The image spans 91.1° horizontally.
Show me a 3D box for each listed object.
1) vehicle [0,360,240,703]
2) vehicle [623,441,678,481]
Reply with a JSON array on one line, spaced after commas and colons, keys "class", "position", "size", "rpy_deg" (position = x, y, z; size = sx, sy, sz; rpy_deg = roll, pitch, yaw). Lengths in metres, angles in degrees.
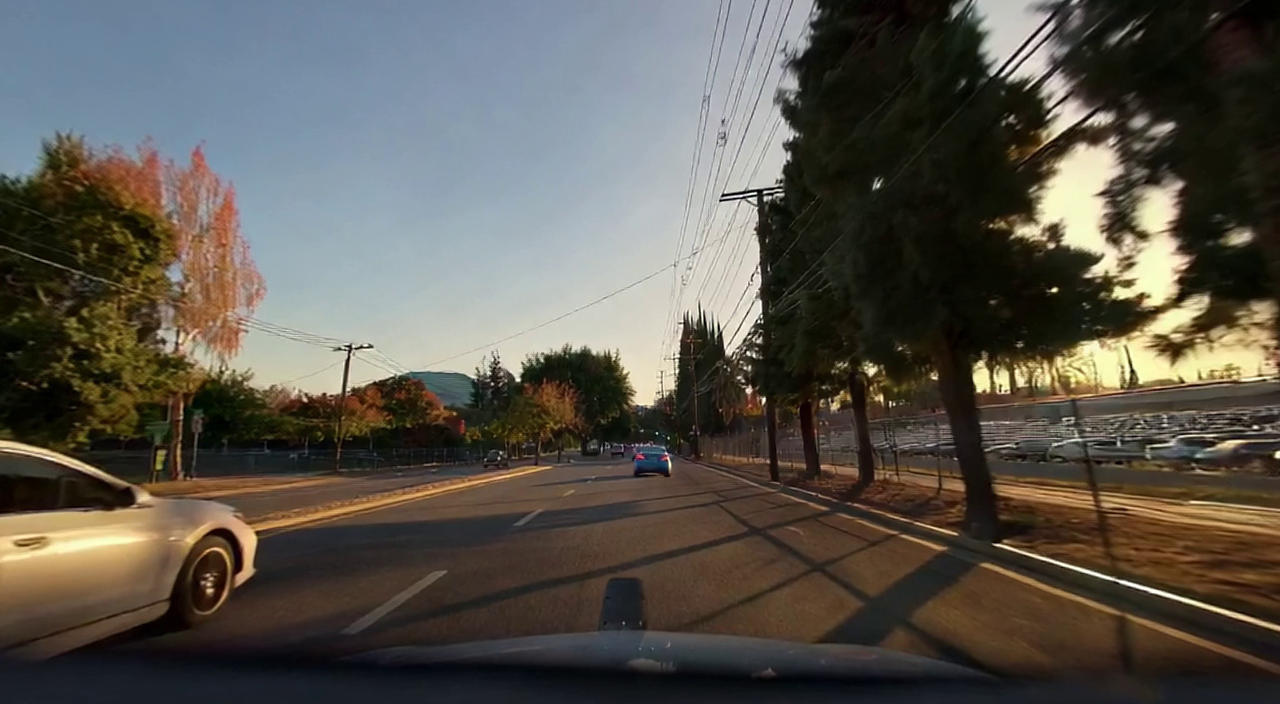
[{"class": "vehicle", "position": [-3.893, 0.808, 2.286], "size": [1.950, 1.692, 4.397], "rpy_deg": [0, -8, 0]}, {"class": "vehicle", "position": [0.412, 4.436, 25.774], "size": [2.059, 1.486, 3.980], "rpy_deg": [0, -8, 1]}]
